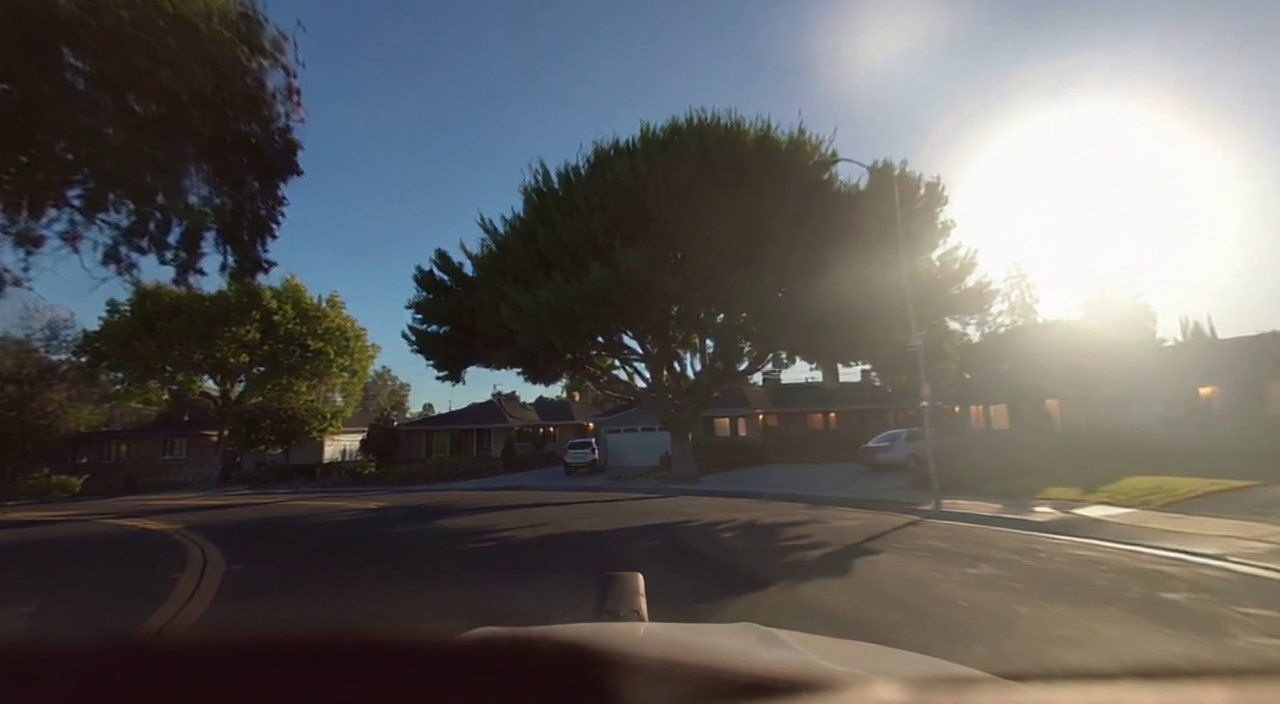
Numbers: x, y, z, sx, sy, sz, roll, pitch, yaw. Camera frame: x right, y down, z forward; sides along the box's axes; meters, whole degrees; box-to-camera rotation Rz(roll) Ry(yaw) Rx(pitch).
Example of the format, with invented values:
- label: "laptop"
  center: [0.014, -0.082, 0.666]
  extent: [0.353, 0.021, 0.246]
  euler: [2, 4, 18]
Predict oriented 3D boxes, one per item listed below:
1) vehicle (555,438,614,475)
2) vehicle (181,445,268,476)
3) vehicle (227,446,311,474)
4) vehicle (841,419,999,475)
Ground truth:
- label: "vehicle"
  center: [-2.445, 4.727, 28.955]
  extent: [1.819, 1.442, 4.329]
  euler: [-1, -6, 7]
- label: "vehicle"
  center: [-23.626, 6.160, 36.158]
  extent: [2.042, 1.633, 4.132]
  euler: [0, -9, 2]
- label: "vehicle"
  center: [-20.974, 6.093, 35.946]
  extent: [1.933, 1.477, 4.361]
  euler: [-1, -9, 4]
- label: "vehicle"
  center: [9.387, 3.122, 21.141]
  extent: [4.799, 1.451, 2.144]
  euler: [0, -8, -27]
